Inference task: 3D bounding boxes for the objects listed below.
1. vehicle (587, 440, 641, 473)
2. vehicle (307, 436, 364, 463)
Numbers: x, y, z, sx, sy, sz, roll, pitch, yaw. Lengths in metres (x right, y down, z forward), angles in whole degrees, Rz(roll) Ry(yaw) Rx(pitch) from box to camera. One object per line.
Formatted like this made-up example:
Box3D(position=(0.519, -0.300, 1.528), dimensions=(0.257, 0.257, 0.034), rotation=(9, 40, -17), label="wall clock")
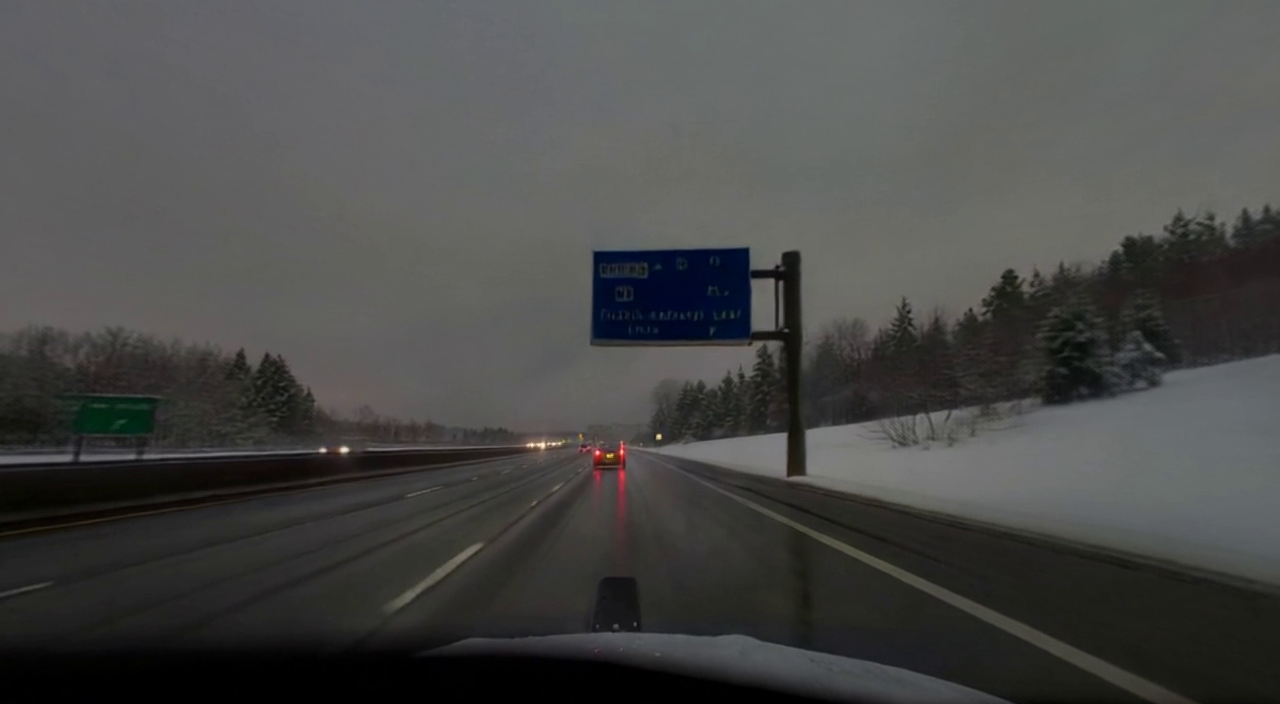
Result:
Box3D(position=(-1.226, 5.207, 31.414), dimensions=(2.055, 1.509, 4.255), rotation=(-2, -9, 7), label="vehicle")
Box3D(position=(-19.418, 6.245, 40.204), dimensions=(1.950, 1.575, 4.284), rotation=(1, -9, -7), label="vehicle")
